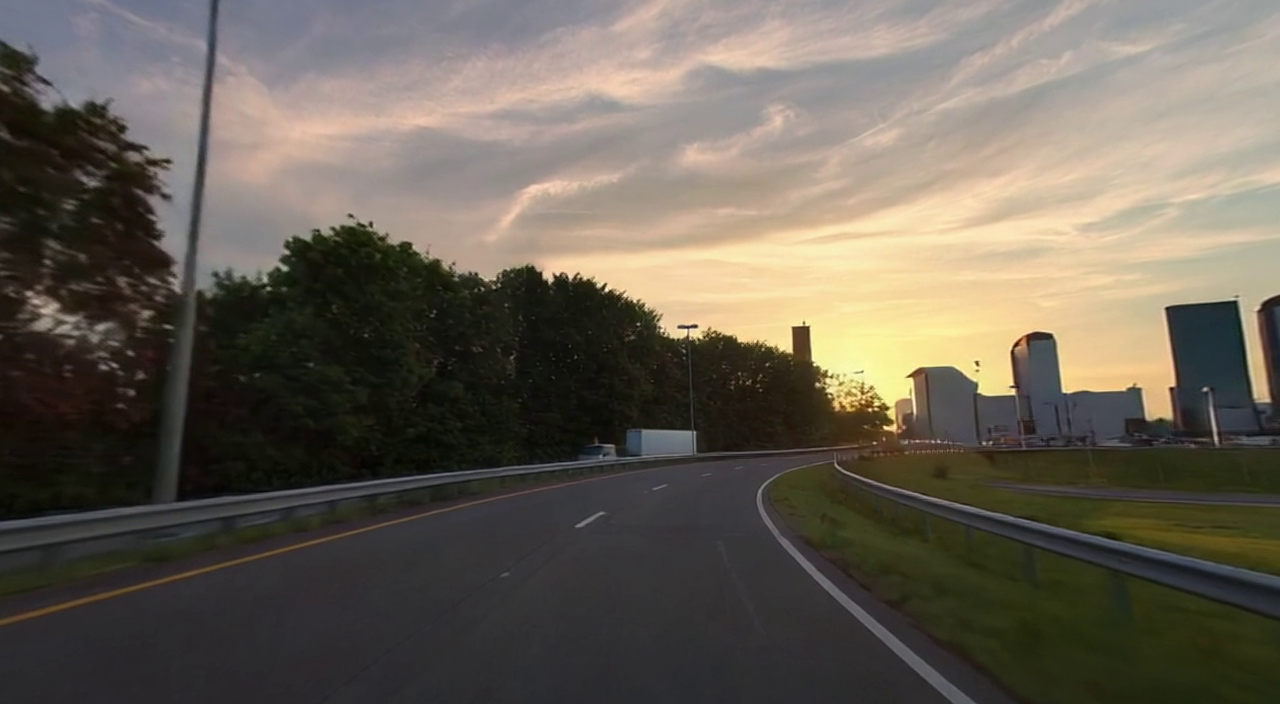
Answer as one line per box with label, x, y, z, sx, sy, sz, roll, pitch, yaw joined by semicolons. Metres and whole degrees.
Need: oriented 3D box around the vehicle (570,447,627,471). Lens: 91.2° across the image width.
vehicle;-2.821;7.482;43.877;1.977;1.579;4.410;-5;-10;26
